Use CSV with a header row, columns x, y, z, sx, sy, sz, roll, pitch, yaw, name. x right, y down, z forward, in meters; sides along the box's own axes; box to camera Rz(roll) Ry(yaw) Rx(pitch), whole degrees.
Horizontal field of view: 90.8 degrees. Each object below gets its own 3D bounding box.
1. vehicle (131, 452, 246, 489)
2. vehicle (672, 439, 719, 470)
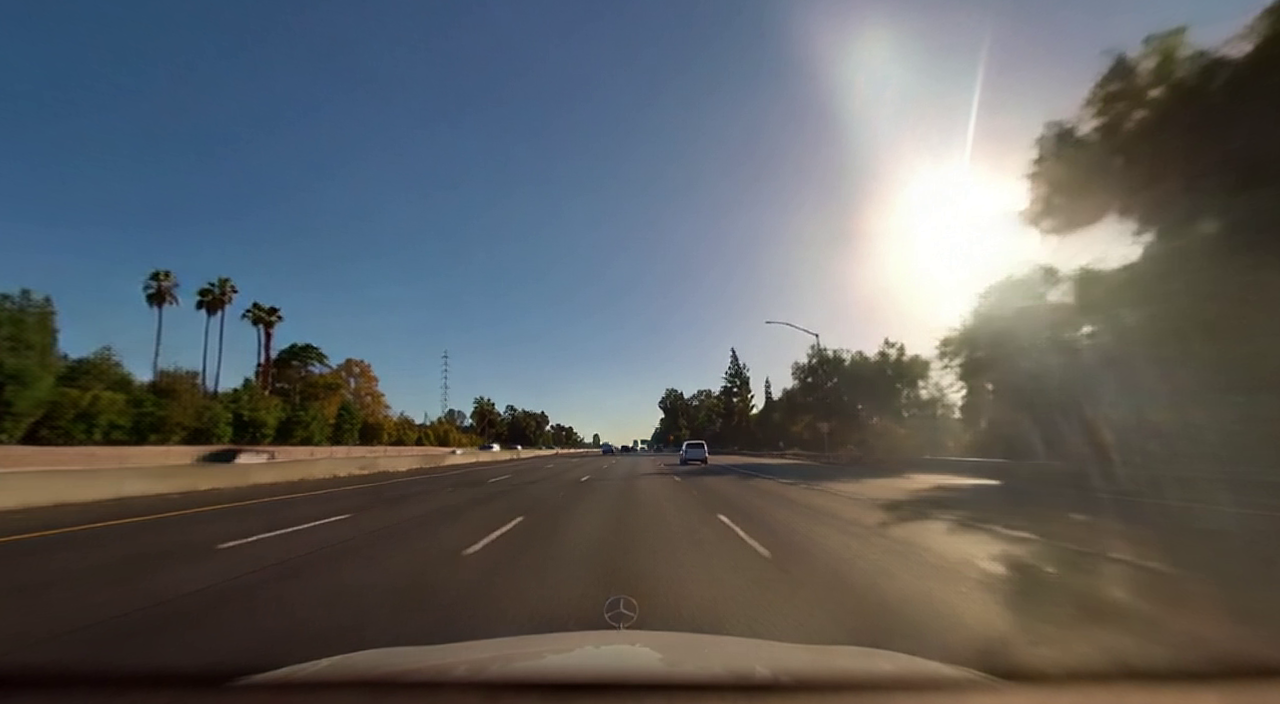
x,y,z,sx,sy,sz,roll,pitch,yaw,name
-19.710,5.154,27.829,1.851,1.458,4.336,0,-9,0,vehicle
3.115,5.857,36.273,2.130,1.677,4.317,0,-9,-2,vehicle
